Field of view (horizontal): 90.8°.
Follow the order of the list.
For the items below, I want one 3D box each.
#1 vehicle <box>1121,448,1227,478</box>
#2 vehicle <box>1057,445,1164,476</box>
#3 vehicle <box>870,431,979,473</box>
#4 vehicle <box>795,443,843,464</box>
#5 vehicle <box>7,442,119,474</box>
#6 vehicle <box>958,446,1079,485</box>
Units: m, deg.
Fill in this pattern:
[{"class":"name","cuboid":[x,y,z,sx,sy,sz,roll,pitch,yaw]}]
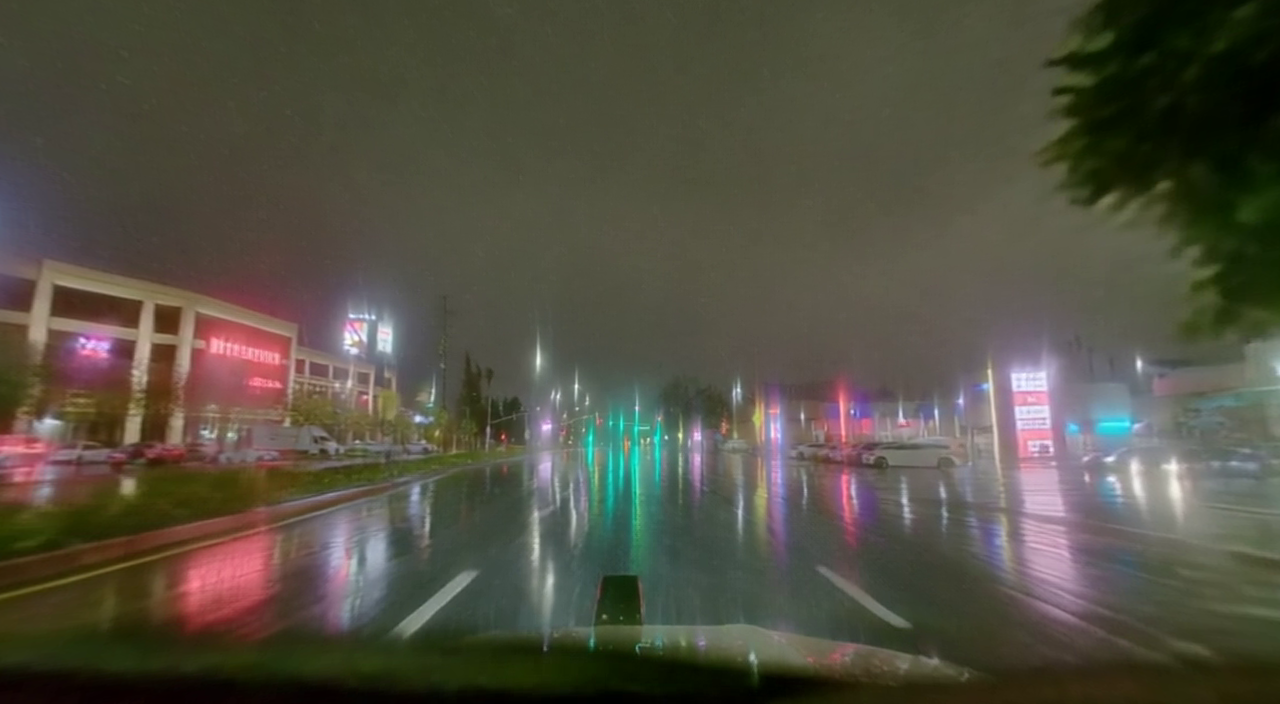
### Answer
[{"class":"vehicle","cuboid":[28.181,5.845,33.501,1.852,1.456,3.831,2,-9,-11]},{"class":"vehicle","cuboid":[24.673,5.673,33.352,1.950,1.473,4.126,2,-9,-14]},{"class":"vehicle","cuboid":[14.755,5.244,33.271,2.189,1.951,5.828,0,-9,-10]},{"class":"vehicle","cuboid":[12.806,7.274,45.515,1.865,1.434,4.373,1,-8,-5]},{"class":"vehicle","cuboid":[-30.575,5.619,33.570,4.104,1.576,1.852,0,-8,1]},{"class":"vehicle","cuboid":[15.722,4.712,26.618,1.936,1.464,4.867,1,-8,-2]}]
